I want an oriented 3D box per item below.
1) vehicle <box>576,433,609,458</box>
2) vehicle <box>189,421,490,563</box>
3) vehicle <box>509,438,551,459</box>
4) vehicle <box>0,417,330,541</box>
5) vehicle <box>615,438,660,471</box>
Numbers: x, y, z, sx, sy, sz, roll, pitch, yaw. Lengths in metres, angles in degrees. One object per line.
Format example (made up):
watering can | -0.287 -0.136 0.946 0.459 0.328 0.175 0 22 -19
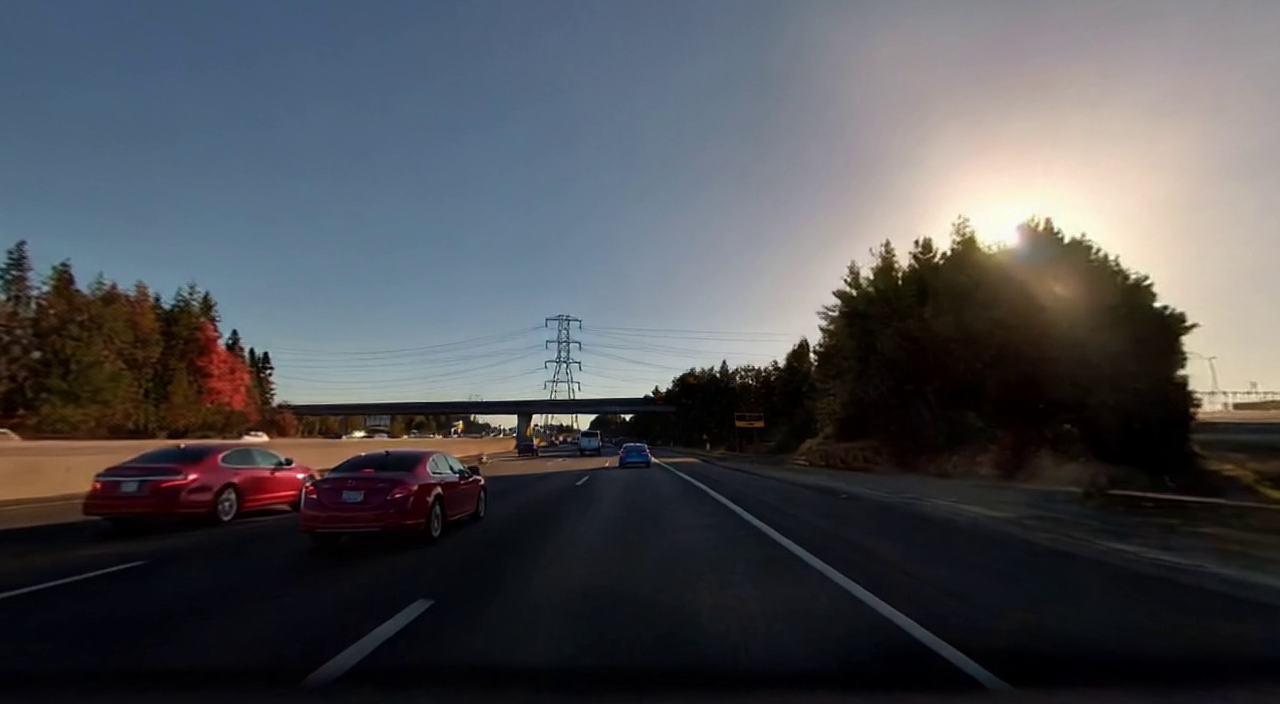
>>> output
vehicle | -3.587 7.107 47.754 2.174 1.806 3.932 0 -8 1
vehicle | -3.790 1.846 9.108 2.035 1.514 4.600 0 -8 1
vehicle | -7.916 6.991 45.563 2.053 1.486 5.050 0 -8 1
vehicle | -7.481 2.020 10.664 1.968 1.614 4.674 0 -8 1
vehicle | -0.117 4.812 29.609 1.954 1.460 3.983 0 -8 -1
